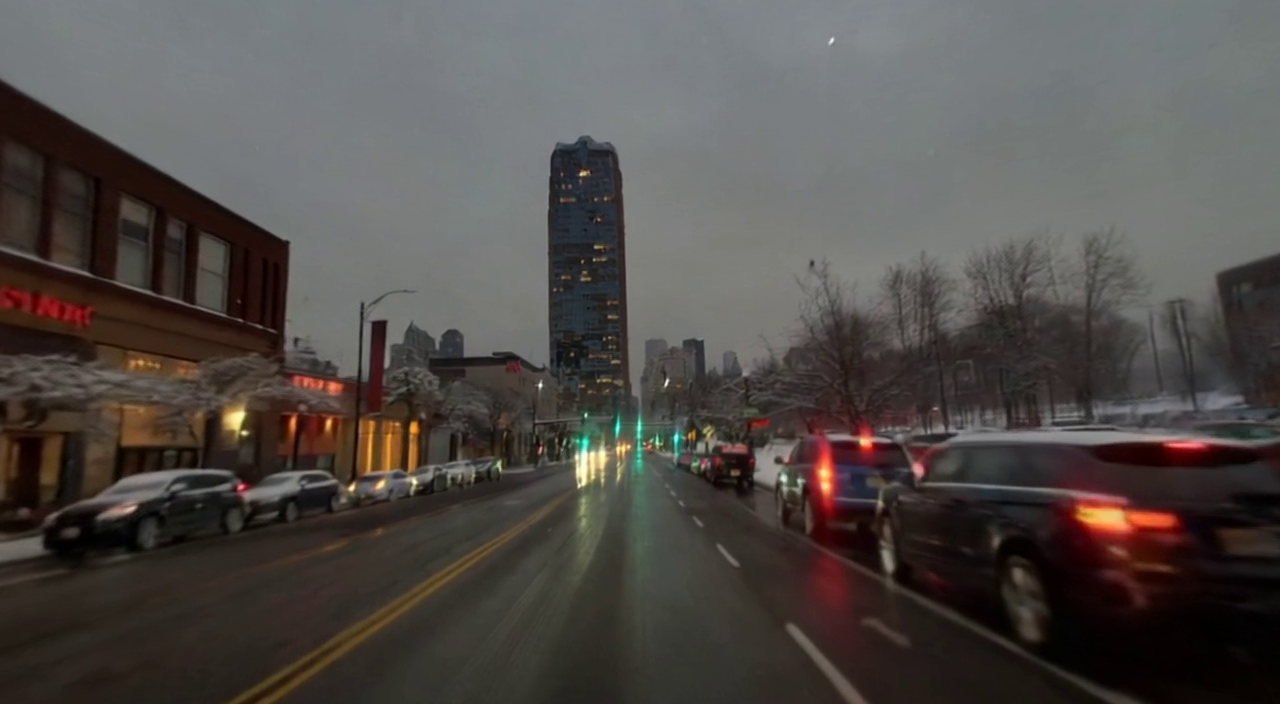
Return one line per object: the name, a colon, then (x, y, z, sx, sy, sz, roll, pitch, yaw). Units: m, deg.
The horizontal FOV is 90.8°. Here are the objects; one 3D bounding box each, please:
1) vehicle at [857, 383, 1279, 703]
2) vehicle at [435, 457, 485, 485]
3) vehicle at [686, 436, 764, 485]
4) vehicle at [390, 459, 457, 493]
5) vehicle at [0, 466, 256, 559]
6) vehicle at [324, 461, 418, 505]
vehicle: (3.854, 1.421, 5.800, 2.118, 1.779, 5.121, -1, -9, 3)
vehicle: (-10.797, 7.159, 38.174, 1.748, 1.478, 4.413, 0, -8, 0)
vehicle: (3.598, 4.738, 27.975, 2.492, 1.909, 5.830, 0, -8, -1)
vehicle: (-10.816, 6.218, 31.914, 1.803, 1.489, 4.404, -1, -8, 1)
vehicle: (-10.882, 3.381, 13.990, 2.018, 1.553, 4.407, 0, -8, -1)
vehicle: (-10.863, 5.295, 25.916, 1.861, 1.473, 4.633, 0, -8, -1)
